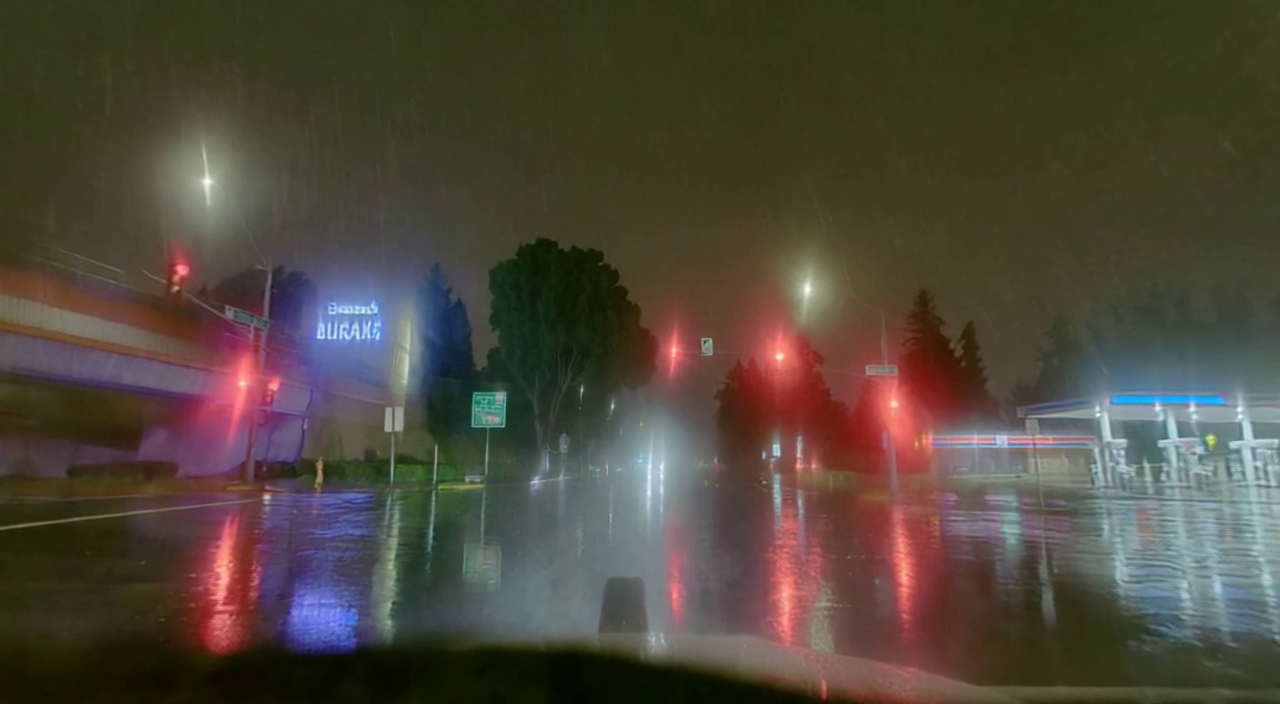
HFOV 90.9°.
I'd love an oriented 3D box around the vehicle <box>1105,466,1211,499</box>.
[{"bbox_3d":[28.016,7.053,34.323,1.897,1.466,4.211,1,-8,-6],"label":"vehicle"}]
